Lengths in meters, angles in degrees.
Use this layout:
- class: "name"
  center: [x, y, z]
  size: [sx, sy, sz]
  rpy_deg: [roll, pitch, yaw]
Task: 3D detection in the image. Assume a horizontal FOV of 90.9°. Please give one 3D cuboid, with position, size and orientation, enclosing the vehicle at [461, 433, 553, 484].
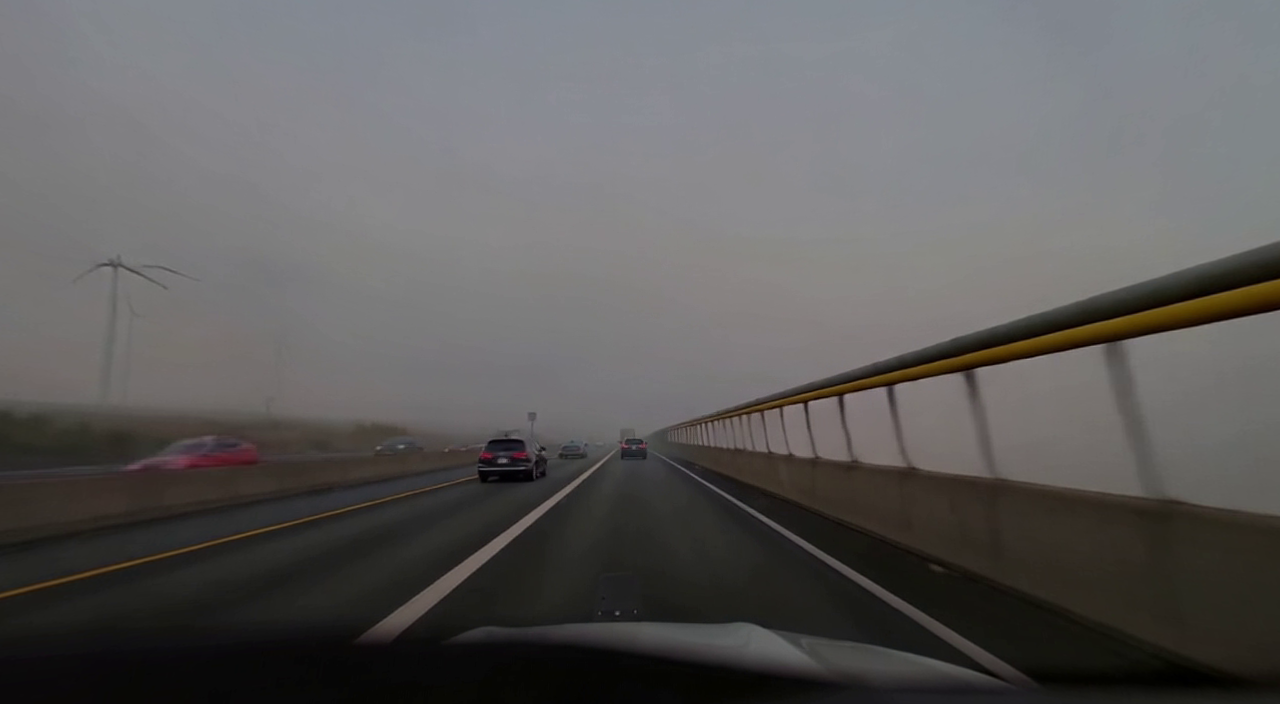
- class: "vehicle"
  center: [-4.215, 3.446, 20.796]
  size: [1.998, 1.468, 4.635]
  rpy_deg: [0, -8, 0]

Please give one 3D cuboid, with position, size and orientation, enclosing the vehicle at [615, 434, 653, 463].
- class: "vehicle"
  center: [-0.376, 5.417, 35.486]
  size: [2.027, 1.550, 3.607]
  rpy_deg: [0, -8, -1]

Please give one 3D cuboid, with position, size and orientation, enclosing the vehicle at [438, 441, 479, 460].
- class: "vehicle"
  center: [-14.129, 7.683, 49.294]
  size: [2.102, 1.424, 4.011]
  rpy_deg: [0, -8, -1]

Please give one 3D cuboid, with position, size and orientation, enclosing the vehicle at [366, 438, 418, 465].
- class: "vehicle"
  center: [-18.450, 7.370, 47.120]
  size: [2.109, 1.898, 4.672]
  rpy_deg: [0, -8, -1]

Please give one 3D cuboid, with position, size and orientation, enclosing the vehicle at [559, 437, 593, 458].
- class: "vehicle"
  center: [-4.564, 6.873, 45.300]
  size: [2.059, 1.436, 3.802]
  rpy_deg: [0, -8, -1]
